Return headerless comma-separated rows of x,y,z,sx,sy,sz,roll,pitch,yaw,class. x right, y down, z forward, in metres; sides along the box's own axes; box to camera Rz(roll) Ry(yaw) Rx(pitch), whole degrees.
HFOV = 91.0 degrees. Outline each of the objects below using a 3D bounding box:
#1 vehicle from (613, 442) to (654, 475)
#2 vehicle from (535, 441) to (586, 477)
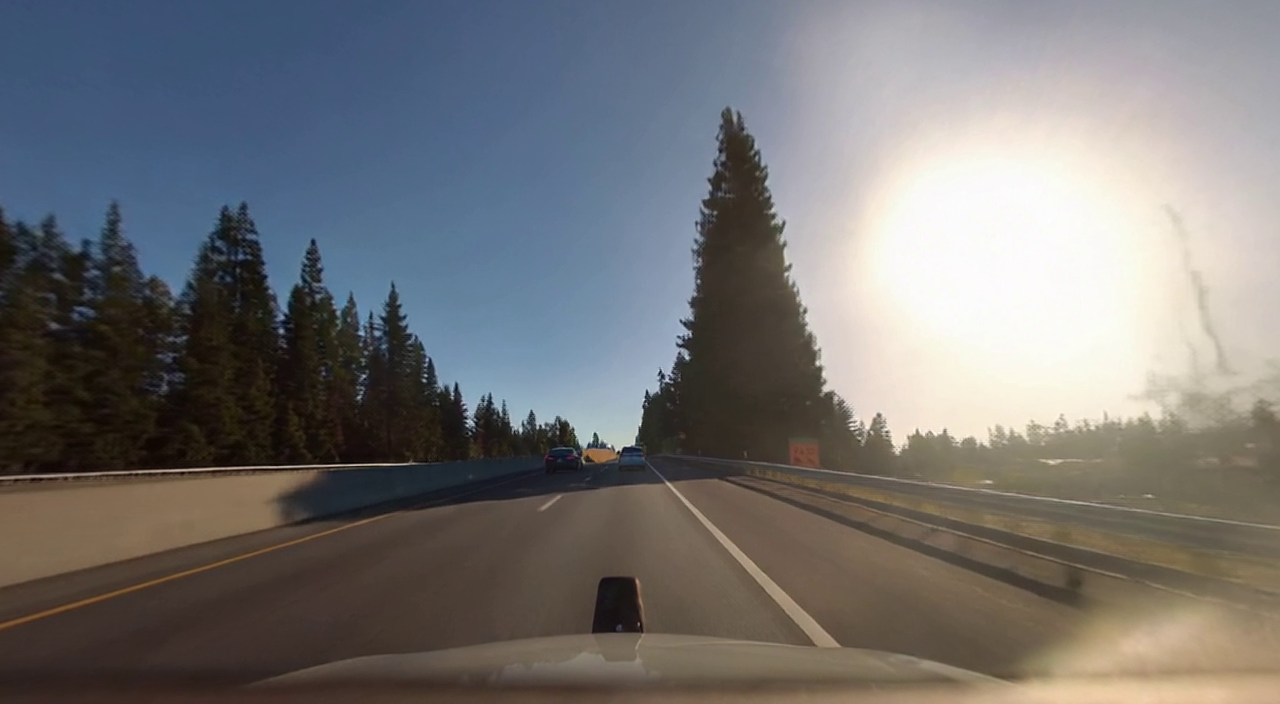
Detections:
-0.340,5.832,34.573,2.130,1.684,3.826,0,-8,0,vehicle
-4.133,5.664,33.658,2.130,1.741,4.665,0,-8,0,vehicle
